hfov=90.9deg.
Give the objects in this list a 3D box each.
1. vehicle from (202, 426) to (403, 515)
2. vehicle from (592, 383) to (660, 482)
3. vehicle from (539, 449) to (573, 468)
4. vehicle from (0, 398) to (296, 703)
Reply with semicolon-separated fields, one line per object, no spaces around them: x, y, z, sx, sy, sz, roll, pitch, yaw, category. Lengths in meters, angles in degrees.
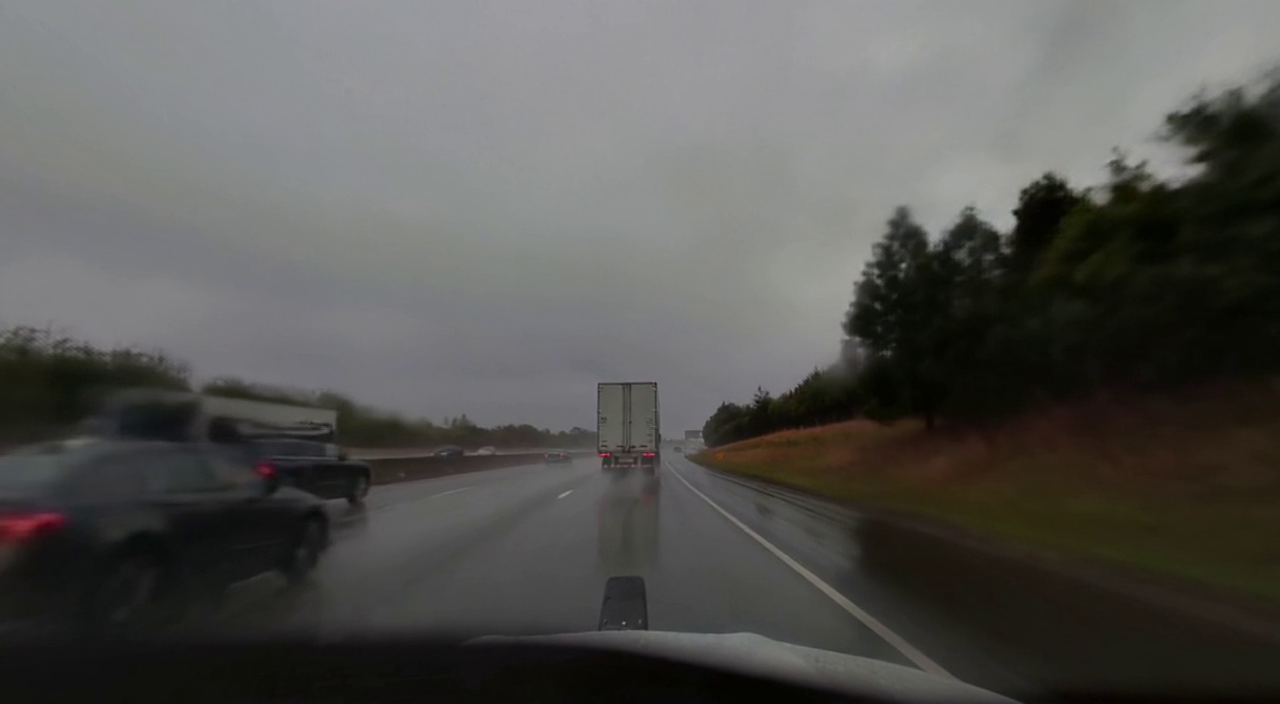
-7.564;2.703;14.848;2.092;1.742;4.691;0;-9;1;vehicle
-0.419;4.446;33.610;2.851;4.098;14.436;-1;-9;1;vehicle
-6.632;8.407;49.905;1.967;1.420;4.473;0;-9;1;vehicle
-3.452;0.871;2.106;2.092;1.465;4.448;0;-9;0;vehicle
